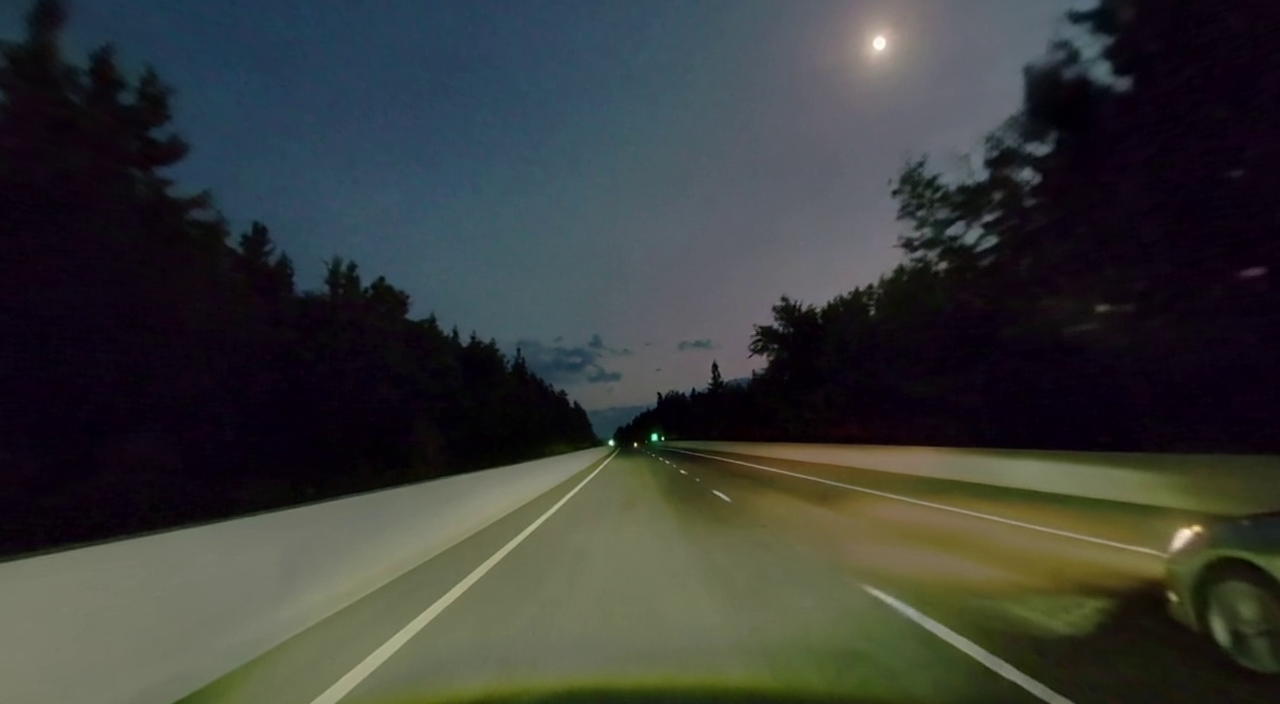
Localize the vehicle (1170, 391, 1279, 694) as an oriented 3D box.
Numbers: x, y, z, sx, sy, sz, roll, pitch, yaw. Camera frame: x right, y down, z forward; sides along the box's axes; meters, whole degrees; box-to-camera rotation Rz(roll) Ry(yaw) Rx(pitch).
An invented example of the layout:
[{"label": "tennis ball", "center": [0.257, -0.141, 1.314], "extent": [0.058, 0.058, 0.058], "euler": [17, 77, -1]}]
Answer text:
[{"label": "vehicle", "center": [4.230, 0.707, 1.406], "extent": [1.905, 1.525, 4.719], "euler": [0, -8, -1]}]
